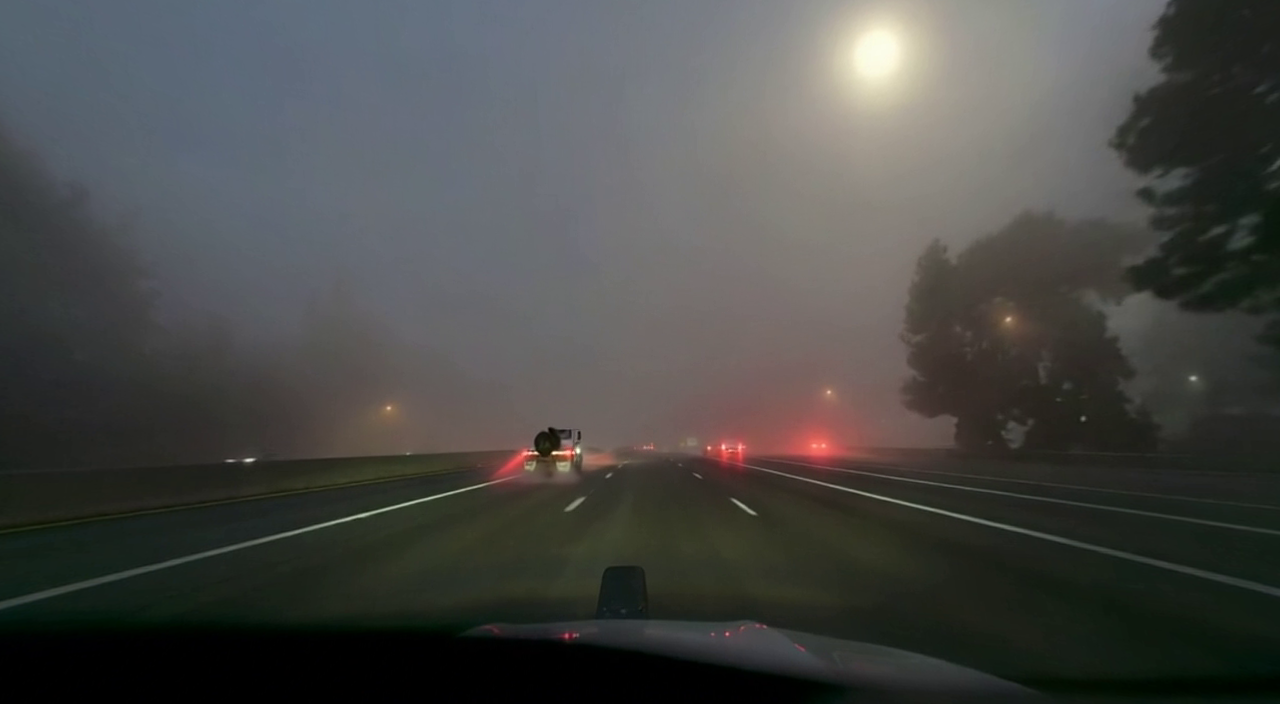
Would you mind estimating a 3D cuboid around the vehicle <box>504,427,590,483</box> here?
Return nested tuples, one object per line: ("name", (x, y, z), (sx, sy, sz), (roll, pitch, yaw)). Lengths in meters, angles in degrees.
("vehicle", (-3.513, 4.034, 24.992), (2.453, 1.952, 5.320), (0, -8, 2))

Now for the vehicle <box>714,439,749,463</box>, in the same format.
("vehicle", (6.813, 7.438, 47.477), (2.063, 1.706, 4.259), (0, -8, 1))

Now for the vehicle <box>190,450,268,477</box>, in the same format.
("vehicle", (-28.634, 7.758, 44.151), (2.000, 1.741, 5.092), (0, -8, 1))
